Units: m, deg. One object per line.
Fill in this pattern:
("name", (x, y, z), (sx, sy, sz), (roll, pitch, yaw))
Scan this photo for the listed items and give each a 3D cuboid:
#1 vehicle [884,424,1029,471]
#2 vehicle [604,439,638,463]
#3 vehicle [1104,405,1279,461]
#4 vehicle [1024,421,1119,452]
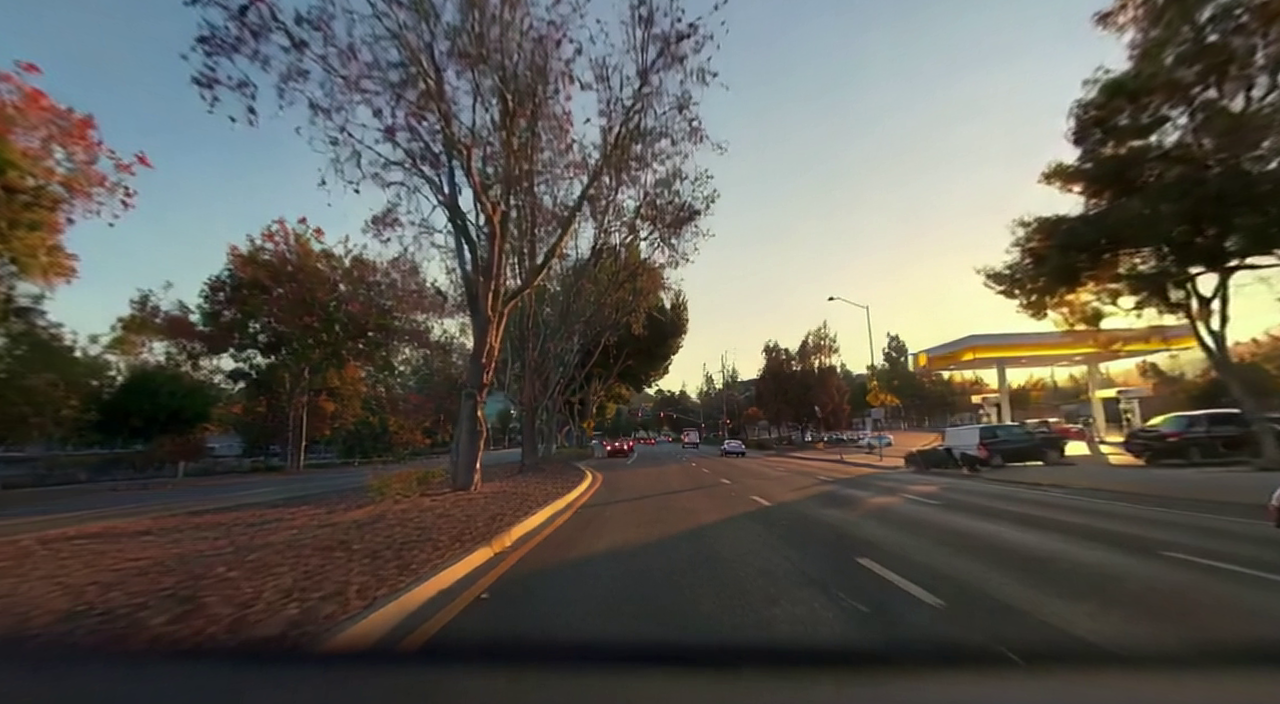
("vehicle", (12.906, 3.970, 26.136), (4.960, 1.802, 2.068), (-3, -9, 17))
("vehicle", (-1.294, 6.447, 41.218), (2.032, 1.461, 4.173), (0, -9, -5))
("vehicle", (21.583, 3.141, 24.048), (5.770, 1.976, 2.347), (-5, -10, 26))
("vehicle", (24.732, 4.892, 36.303), (4.079, 1.632, 1.961), (-4, -10, 22))
